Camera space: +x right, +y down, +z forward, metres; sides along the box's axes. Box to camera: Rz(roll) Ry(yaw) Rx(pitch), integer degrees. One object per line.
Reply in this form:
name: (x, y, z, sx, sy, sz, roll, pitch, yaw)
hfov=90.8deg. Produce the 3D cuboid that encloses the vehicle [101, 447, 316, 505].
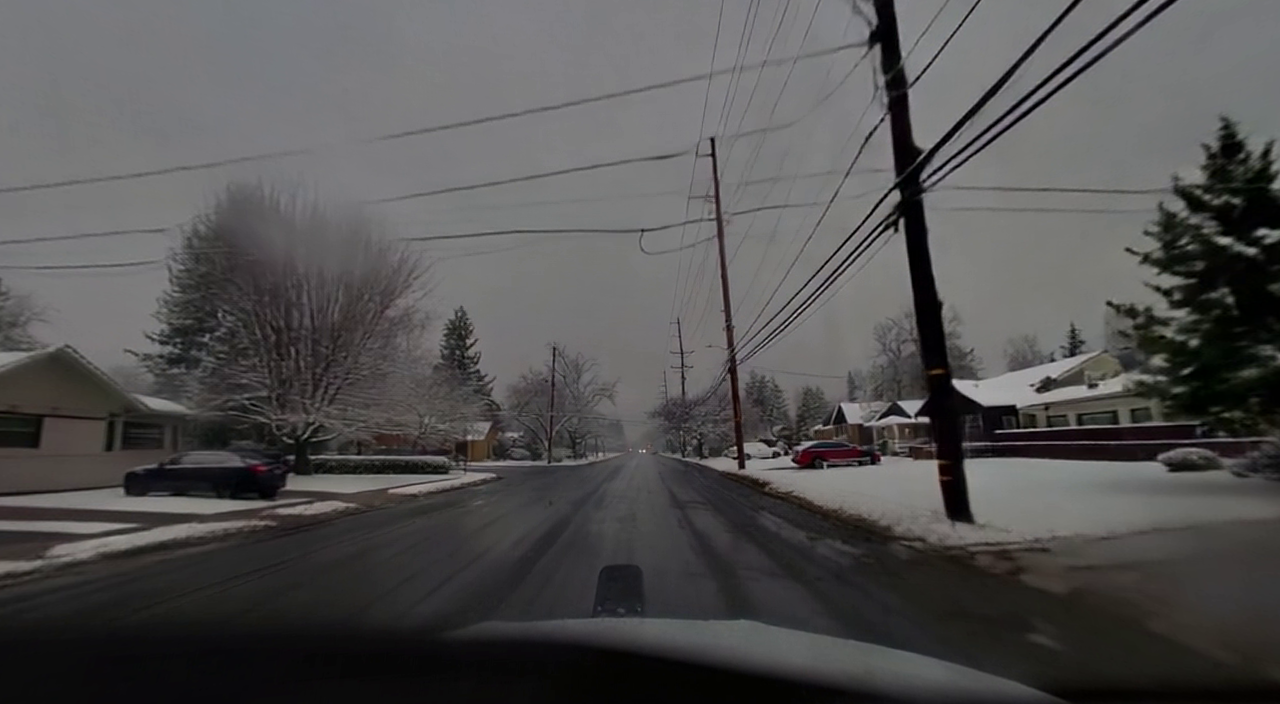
vehicle: (-12.568, 3.593, 18.625, 4.893, 1.567, 2.105, -1, -8, 5)

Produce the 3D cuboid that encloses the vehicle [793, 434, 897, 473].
vehicle: (10.538, 5.249, 32.782, 4.686, 1.786, 2.019, -3, -8, 6)
